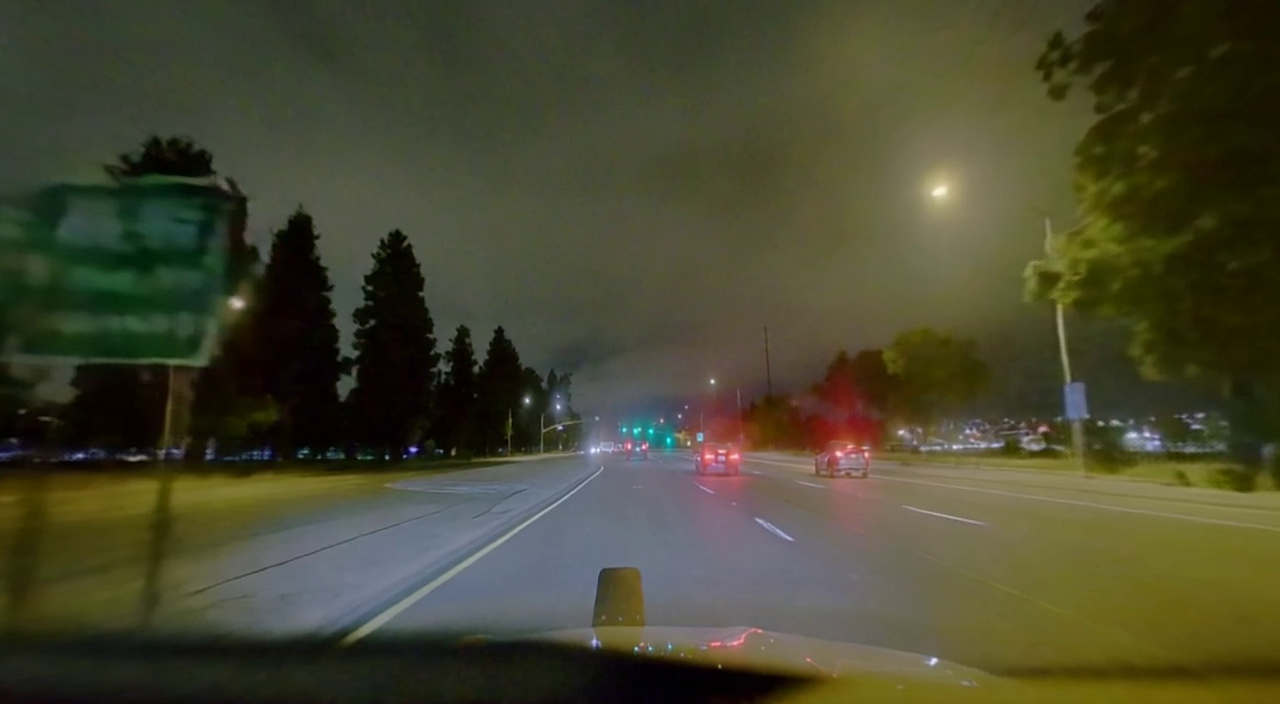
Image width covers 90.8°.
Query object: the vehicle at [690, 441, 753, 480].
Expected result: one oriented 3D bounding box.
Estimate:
[{"bbox_3d":[3.378,4.600,27.039,1.948,1.479,4.620,0,-9,-1],"label":"vehicle"}]
